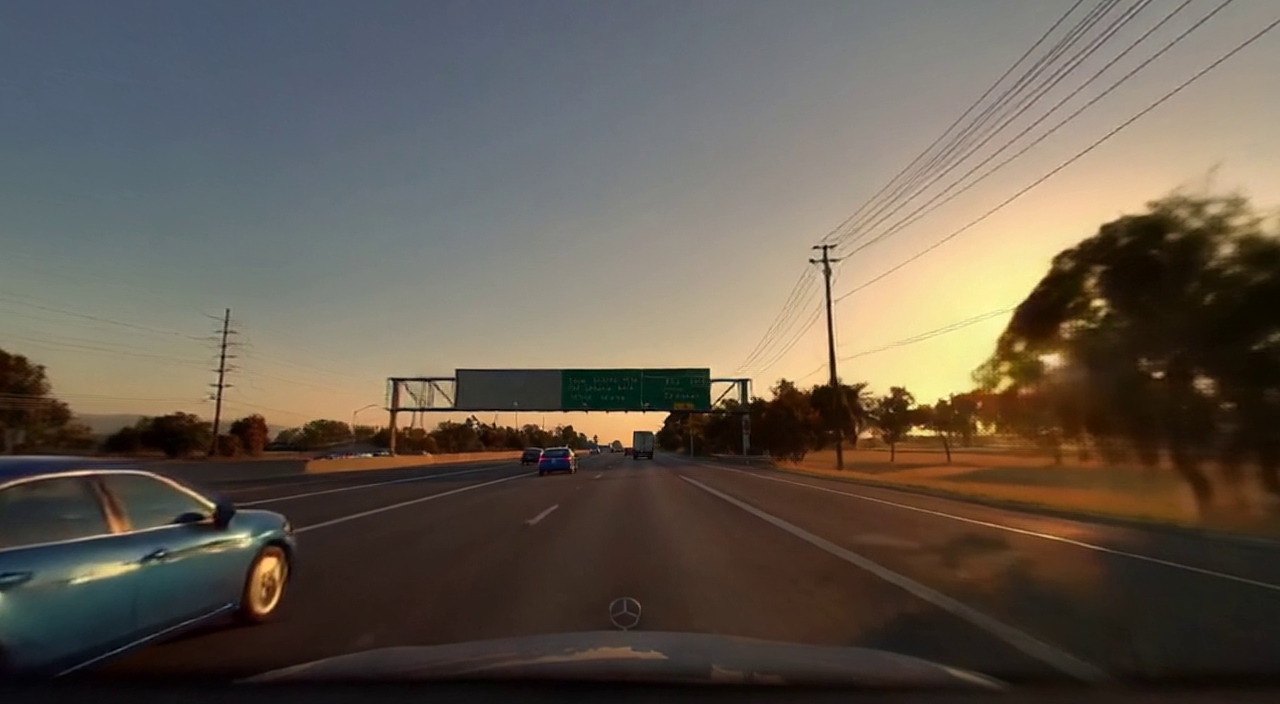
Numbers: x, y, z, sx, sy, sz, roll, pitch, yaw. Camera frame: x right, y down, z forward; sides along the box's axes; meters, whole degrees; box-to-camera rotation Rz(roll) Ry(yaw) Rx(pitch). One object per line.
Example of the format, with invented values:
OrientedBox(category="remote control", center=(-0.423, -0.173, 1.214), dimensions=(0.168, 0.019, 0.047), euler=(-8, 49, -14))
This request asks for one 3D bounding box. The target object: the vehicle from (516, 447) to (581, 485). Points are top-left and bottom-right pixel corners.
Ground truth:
OrientedBox(category="vehicle", center=(-3.868, 4.921, 27.534), dimensions=(2.104, 1.501, 4.459), euler=(0, -9, 1))
